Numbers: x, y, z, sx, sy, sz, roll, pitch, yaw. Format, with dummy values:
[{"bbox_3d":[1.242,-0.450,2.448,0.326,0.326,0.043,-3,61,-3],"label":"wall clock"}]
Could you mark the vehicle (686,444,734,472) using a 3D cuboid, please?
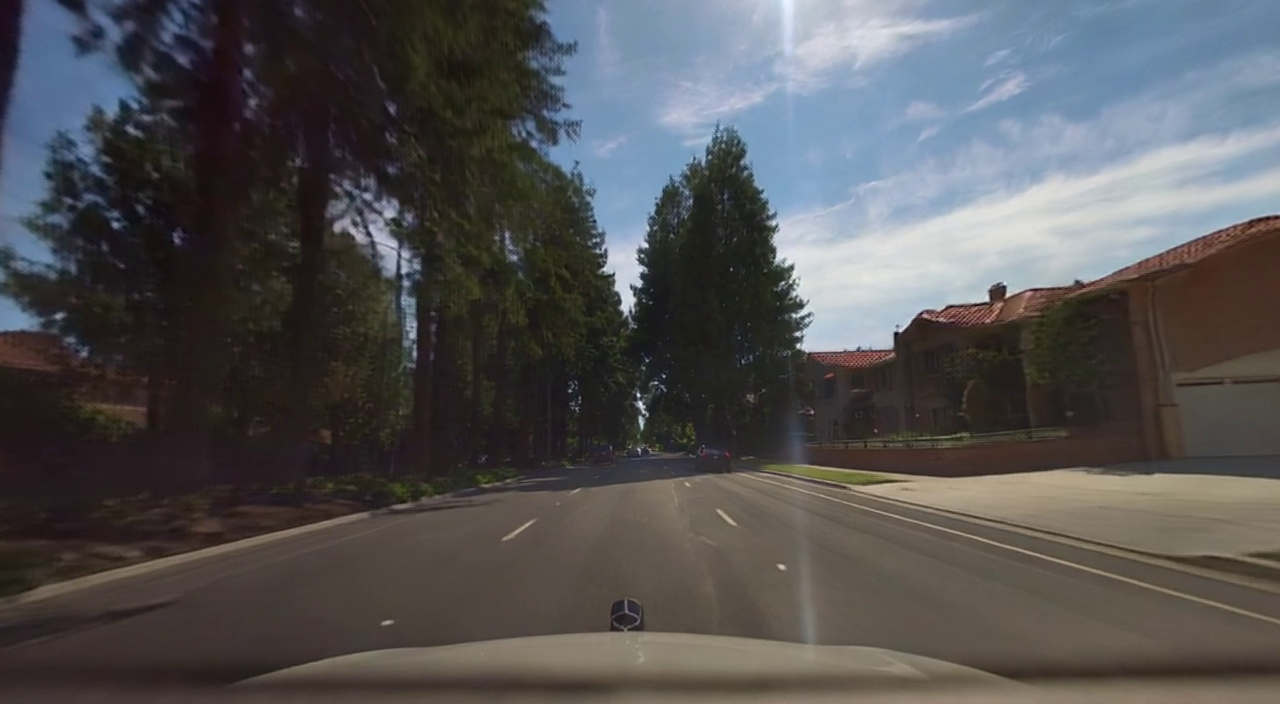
[{"bbox_3d":[4.122,6.319,37.864,2.237,1.578,4.621,0,-8,-1],"label":"vehicle"}]
